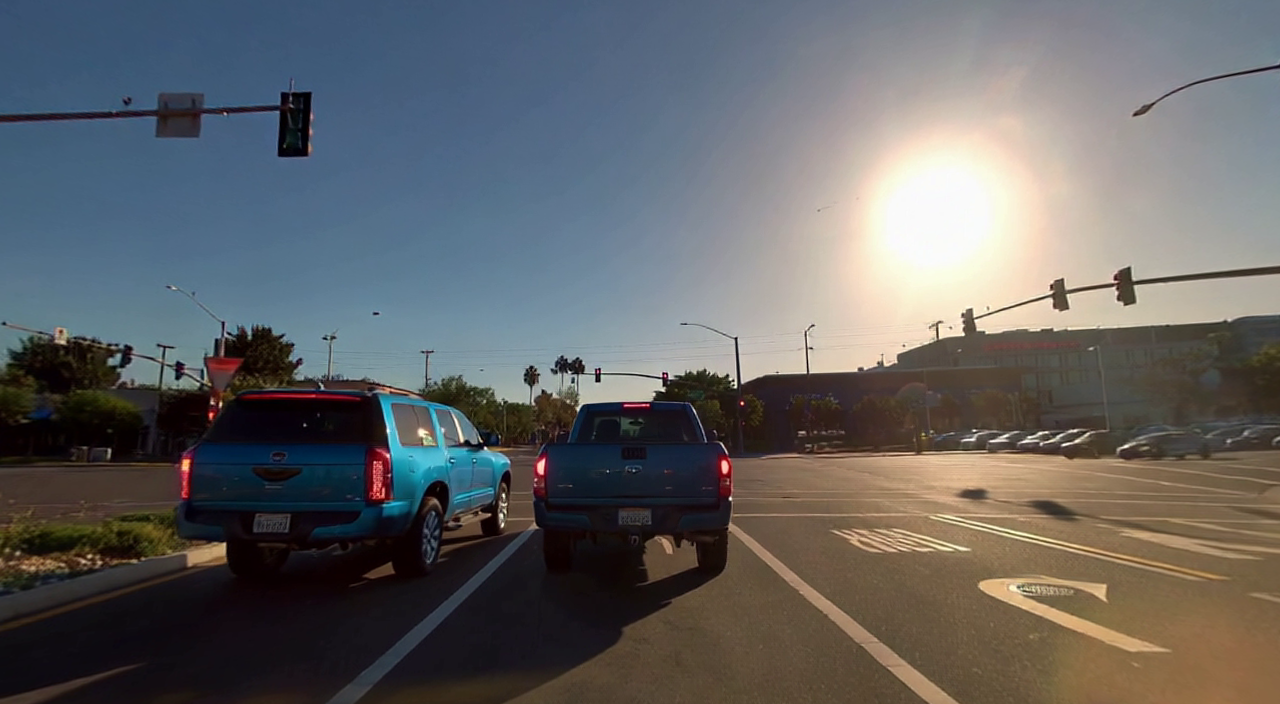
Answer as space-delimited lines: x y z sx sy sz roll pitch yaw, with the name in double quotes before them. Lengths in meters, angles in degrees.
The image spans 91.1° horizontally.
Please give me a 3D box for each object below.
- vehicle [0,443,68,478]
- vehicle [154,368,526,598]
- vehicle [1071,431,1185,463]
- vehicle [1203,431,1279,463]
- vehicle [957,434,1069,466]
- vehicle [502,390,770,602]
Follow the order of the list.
"vehicle" -32.168 5.456 31.699 4.406 1.682 2.040 0 -8 -2
"vehicle" -2.968 1.451 7.786 2.220 1.926 4.870 0 -8 -1
"vehicle" 27.944 5.423 36.041 4.849 1.759 2.041 0 -8 -2
"vehicle" 36.073 5.519 36.510 4.714 1.754 2.041 0 -8 -2
"vehicle" 19.314 5.068 32.597 4.624 1.601 1.871 0 -8 -3
"vehicle" -0.060 1.531 7.609 2.204 1.738 4.690 0 -8 -1
